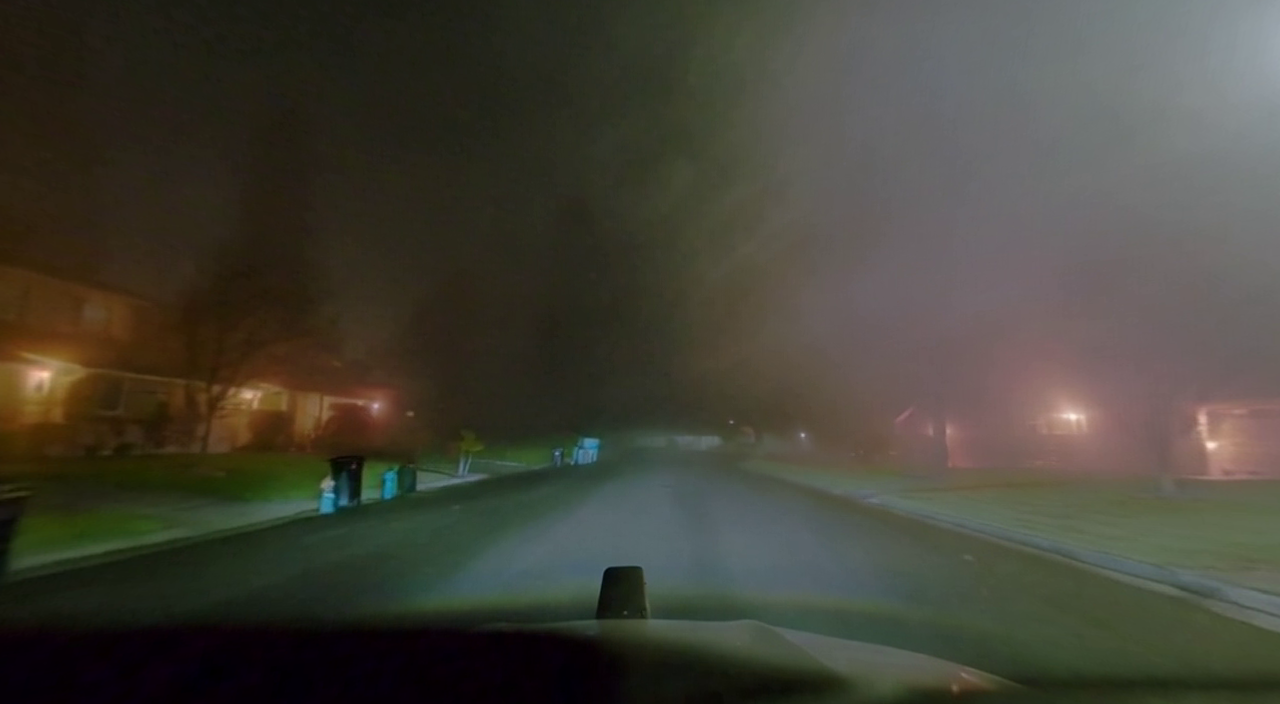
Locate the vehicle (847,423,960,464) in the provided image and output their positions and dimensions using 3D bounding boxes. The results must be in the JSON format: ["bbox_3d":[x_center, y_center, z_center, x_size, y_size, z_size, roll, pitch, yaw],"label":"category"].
[{"bbox_3d":[12.684,4.449,30.528,4.581,1.853,2.024,2,-9,-7],"label":"vehicle"}]
